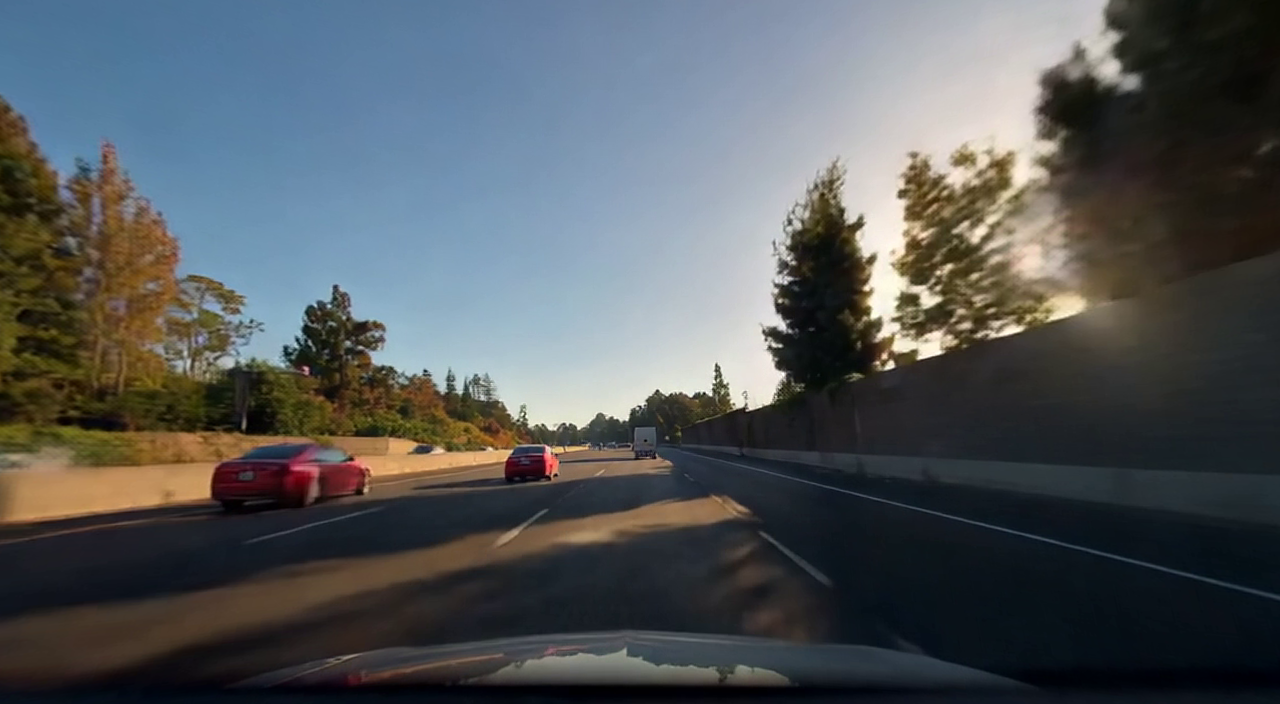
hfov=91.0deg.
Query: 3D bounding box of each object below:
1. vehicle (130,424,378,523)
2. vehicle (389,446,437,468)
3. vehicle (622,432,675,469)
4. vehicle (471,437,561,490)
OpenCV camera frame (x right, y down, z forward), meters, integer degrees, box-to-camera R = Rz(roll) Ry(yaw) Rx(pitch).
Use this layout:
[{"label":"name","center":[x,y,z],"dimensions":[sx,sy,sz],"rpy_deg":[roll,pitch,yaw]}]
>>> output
[{"label":"vehicle","center":[-7.620,2.435,13.210],"dimensions":[2.189,1.673,4.699],"rpy_deg":[0,-8,0]},{"label":"vehicle","center":[-17.245,7.991,48.052],"dimensions":[1.834,1.546,4.518],"rpy_deg":[0,-9,1]},{"label":"vehicle","center":[0.436,5.728,36.733],"dimensions":[2.856,1.994,4.931],"rpy_deg":[0,-8,-1]},{"label":"vehicle","center":[-3.811,3.510,20.187],"dimensions":[2.000,1.512,4.371],"rpy_deg":[0,-8,0]}]
